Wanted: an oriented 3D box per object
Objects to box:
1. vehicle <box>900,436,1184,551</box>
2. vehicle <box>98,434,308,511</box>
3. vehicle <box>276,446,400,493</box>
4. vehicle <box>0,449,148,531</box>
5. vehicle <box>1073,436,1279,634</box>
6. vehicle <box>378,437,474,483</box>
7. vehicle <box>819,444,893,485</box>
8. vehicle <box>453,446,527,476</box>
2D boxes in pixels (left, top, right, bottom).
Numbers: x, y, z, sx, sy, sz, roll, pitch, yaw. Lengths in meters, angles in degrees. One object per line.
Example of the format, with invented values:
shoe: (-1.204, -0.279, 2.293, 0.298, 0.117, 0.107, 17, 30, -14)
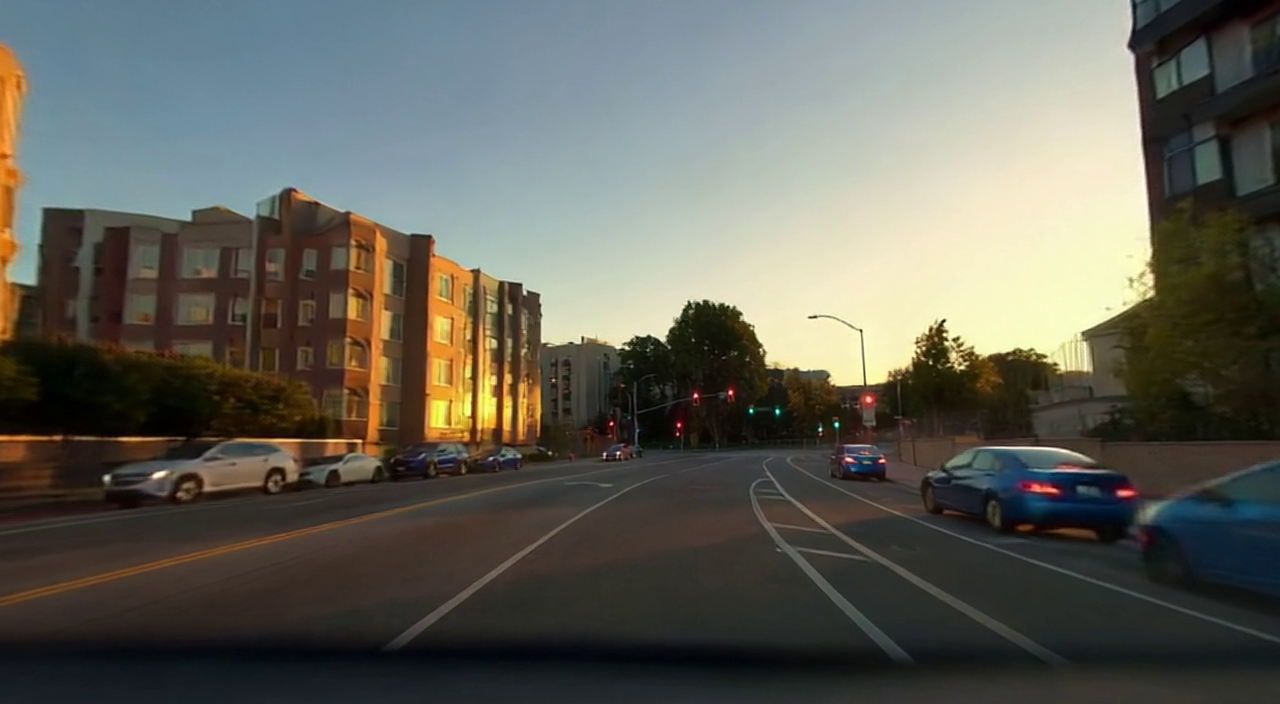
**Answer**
vehicle: (6.430, 2.270, 11.008, 2.049, 1.517, 4.830, -1, -8, 4)
vehicle: (-11.600, 3.198, 17.372, 1.933, 1.759, 5.002, -1, -8, 4)
vehicle: (-10.818, 4.208, 23.060, 1.830, 1.497, 4.436, -1, -9, 9)
vehicle: (-12.389, 2.607, 12.144, 1.811, 1.459, 4.702, -1, -8, 5)
vehicle: (5.756, 1.372, 4.585, 1.876, 1.466, 4.943, 1, -9, 2)
vehicle: (-9.599, 4.869, 28.846, 2.083, 1.882, 4.642, -2, -9, 10)
vehicle: (8.731, 4.550, 26.051, 2.010, 1.473, 5.353, -1, -9, 10)
vehicle: (-8.117, 5.948, 34.738, 1.894, 1.493, 4.902, -2, -9, 14)
